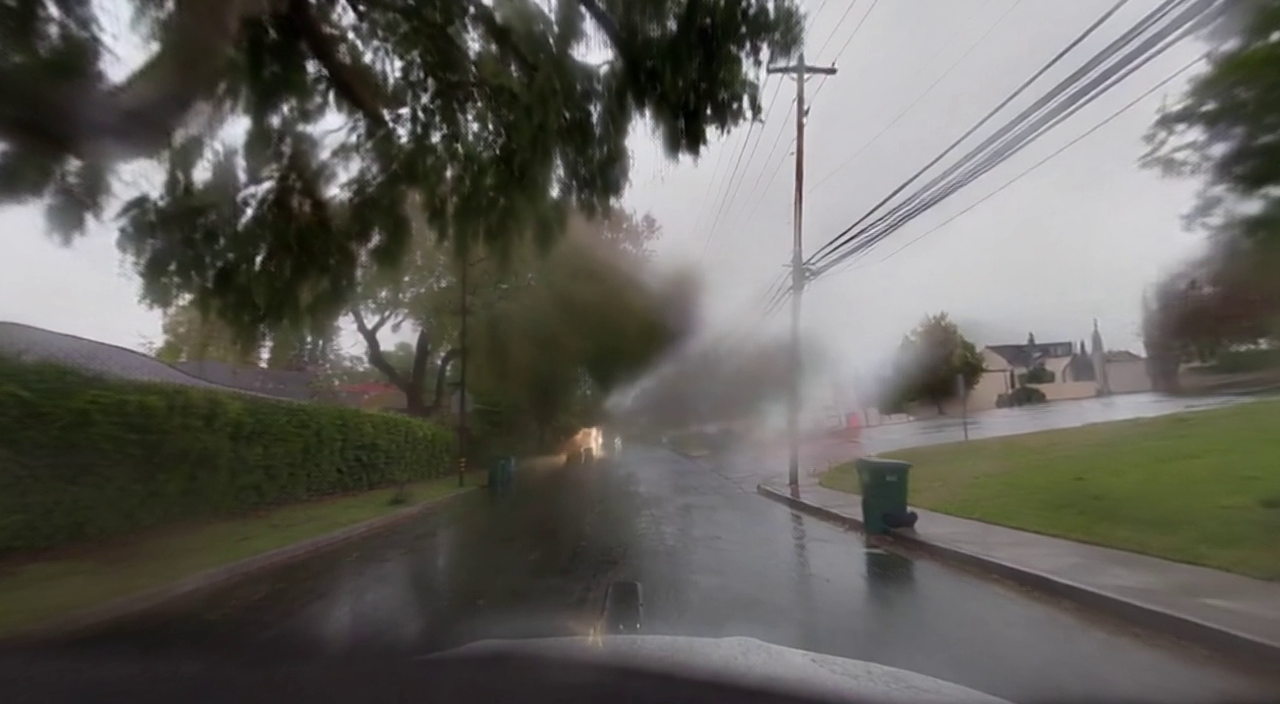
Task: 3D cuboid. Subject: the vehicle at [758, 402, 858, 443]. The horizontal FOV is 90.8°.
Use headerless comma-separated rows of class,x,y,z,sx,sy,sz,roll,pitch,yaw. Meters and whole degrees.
vehicle,8.726,3.714,32.801,4.780,1.984,1.896,3,-9,-22
